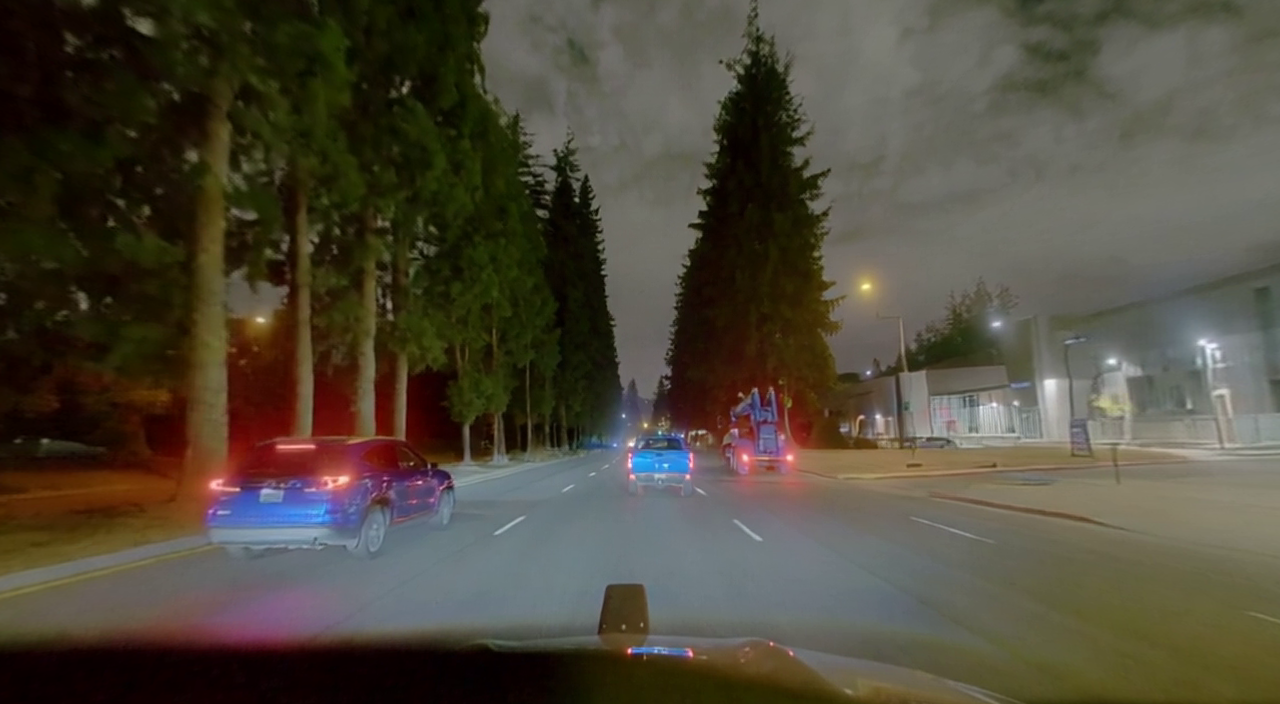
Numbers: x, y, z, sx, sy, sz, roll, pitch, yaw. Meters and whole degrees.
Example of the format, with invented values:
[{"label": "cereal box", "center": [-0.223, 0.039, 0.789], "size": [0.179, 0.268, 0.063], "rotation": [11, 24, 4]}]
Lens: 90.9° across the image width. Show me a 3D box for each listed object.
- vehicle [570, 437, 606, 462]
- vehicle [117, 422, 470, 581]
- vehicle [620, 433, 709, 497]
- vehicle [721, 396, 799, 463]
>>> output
[{"label": "vehicle", "center": [-3.658, 6.917, 44.687], "size": [2.062, 1.641, 4.193], "rotation": [0, -8, 2]}, {"label": "vehicle", "center": [-4.004, 1.796, 8.546], "size": [2.003, 1.507, 4.808], "rotation": [0, -8, 1]}, {"label": "vehicle", "center": [0.557, 2.952, 16.865], "size": [2.086, 1.466, 4.026], "rotation": [0, -8, 0]}, {"label": "vehicle", "center": [5.925, 3.993, 32.154], "size": [2.736, 3.078, 5.825], "rotation": [0, -8, -1]}]
